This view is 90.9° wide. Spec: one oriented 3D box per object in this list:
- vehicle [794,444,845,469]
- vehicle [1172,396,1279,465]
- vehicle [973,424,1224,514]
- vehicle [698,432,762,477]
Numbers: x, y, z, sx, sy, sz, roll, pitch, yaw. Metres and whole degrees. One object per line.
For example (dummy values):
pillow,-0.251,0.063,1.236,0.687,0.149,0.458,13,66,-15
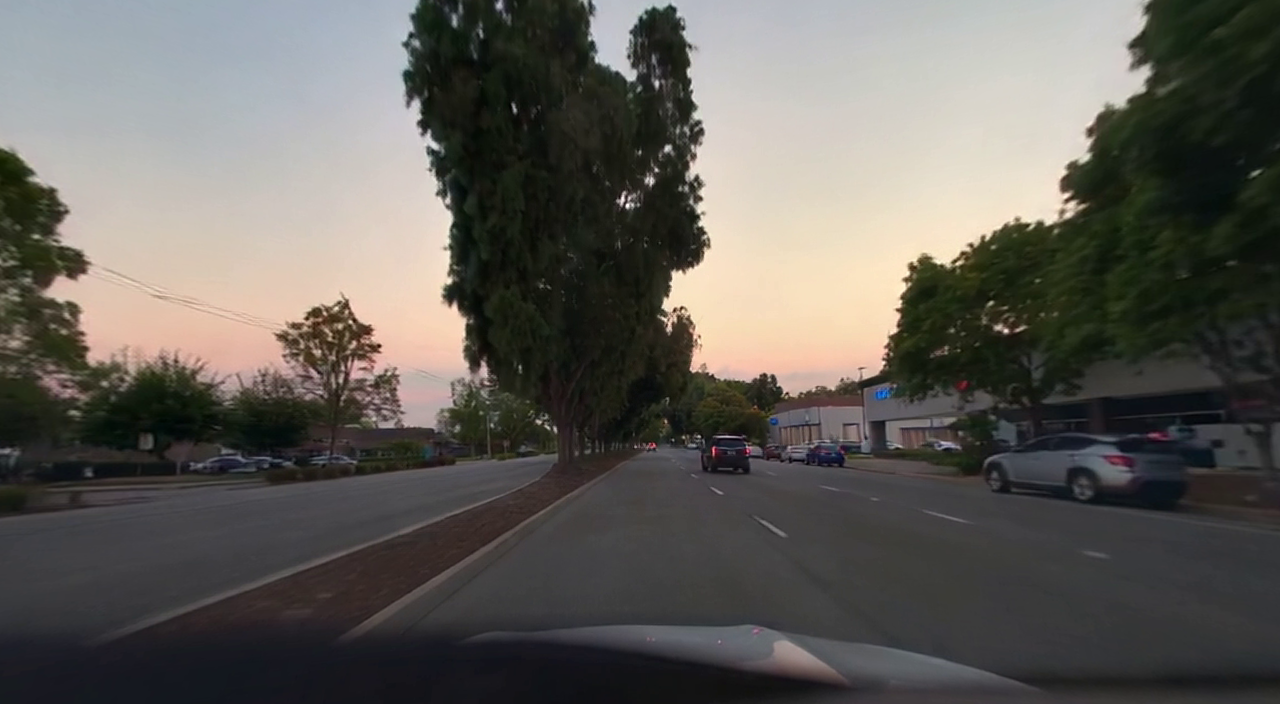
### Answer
vehicle,11.236,6.556,39.716,1.842,1.474,4.456,0,-9,0
vehicle,19.538,2.352,18.798,2.175,1.965,5.909,0,-9,0
vehicle,10.587,2.737,15.266,2.247,1.799,5.025,0,-9,0
vehicle,3.979,4.643,28.630,2.183,1.845,4.482,0,-9,-1
